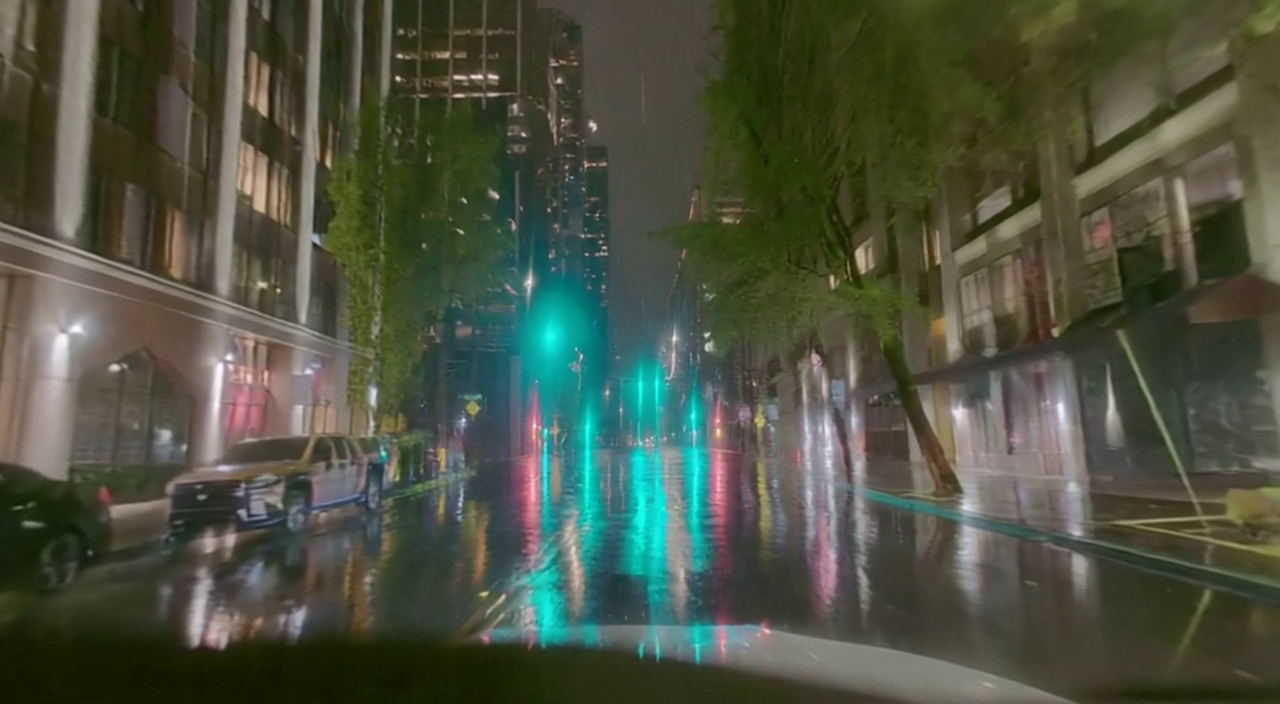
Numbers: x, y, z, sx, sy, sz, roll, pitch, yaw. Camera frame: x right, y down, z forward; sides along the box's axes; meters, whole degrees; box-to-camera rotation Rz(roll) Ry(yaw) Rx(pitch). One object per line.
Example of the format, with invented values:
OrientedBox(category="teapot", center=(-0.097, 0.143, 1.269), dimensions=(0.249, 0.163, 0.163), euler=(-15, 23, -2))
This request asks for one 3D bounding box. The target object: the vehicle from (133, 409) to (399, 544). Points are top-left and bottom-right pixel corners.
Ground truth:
OrientedBox(category="vehicle", center=(-6.668, 2.272, 12.127), dimensions=(2.273, 1.871, 4.920), euler=(-4, -9, -2))

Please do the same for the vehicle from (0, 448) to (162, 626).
OrientedBox(category="vehicle", center=(-6.735, 1.626, 5.008), dimensions=(2.270, 1.539, 4.855), euler=(-4, -9, -2))
